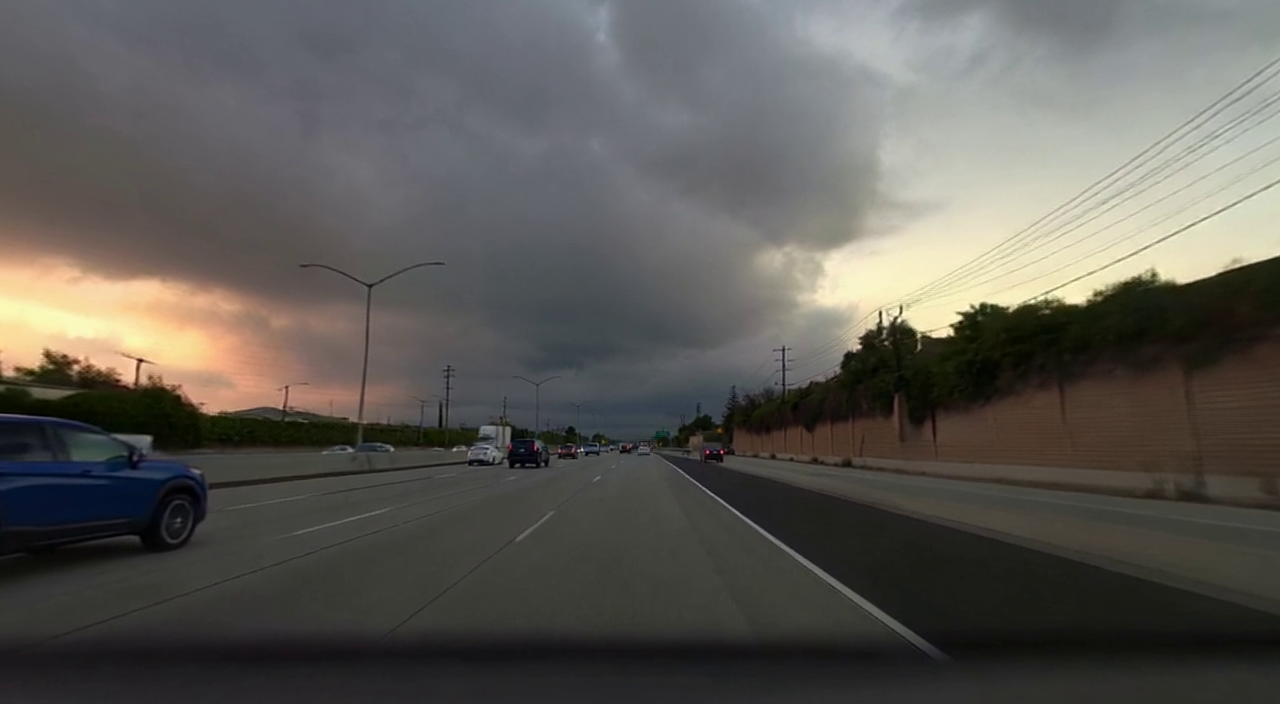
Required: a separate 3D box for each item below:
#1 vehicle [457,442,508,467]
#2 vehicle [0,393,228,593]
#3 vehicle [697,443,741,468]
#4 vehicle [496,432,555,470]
[{"bbox_3d":[-9.953,6.503,40.095,2.042,1.485,4.395,1,-9,1],"label":"vehicle"},{"bbox_3d":[-6.521,1.285,5.977,2.058,1.698,4.567,1,-9,0],"label":"vehicle"},{"bbox_3d":[5.096,6.726,41.107,2.251,1.520,4.550,1,-9,0],"label":"vehicle"},{"bbox_3d":[-6.214,5.448,34.753,2.255,1.934,4.868,1,-9,1],"label":"vehicle"}]
